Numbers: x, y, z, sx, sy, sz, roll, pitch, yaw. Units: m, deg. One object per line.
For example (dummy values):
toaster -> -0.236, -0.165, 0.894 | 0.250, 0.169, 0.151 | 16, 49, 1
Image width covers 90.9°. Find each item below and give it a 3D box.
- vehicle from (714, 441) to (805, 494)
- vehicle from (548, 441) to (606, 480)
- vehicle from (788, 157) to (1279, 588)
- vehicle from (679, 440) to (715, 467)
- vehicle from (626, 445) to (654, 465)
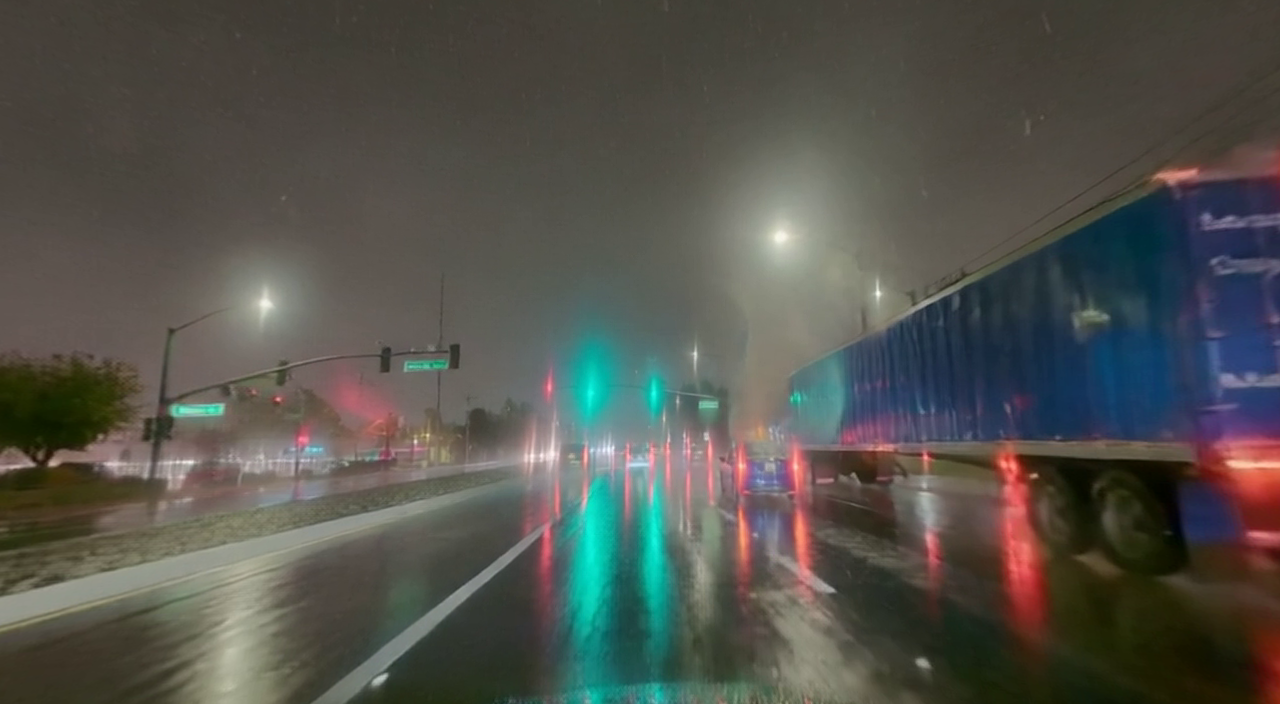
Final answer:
vehicle -> 3.612, 3.559, 19.878 | 1.972, 1.452, 4.189 | 0, -8, -1
vehicle -> -2.664, 4.695, 27.565 | 2.003, 1.509, 4.396 | 0, -8, 1
vehicle -> 7.266, 1.387, 14.844 | 3.383, 4.268, 17.469 | 0, -9, 0
vehicle -> 3.779, 6.799, 42.385 | 2.050, 1.683, 3.990 | 0, -8, 0
vehicle -> 0.015, 7.868, 48.440 | 2.020, 1.461, 4.326 | 0, -8, 0
